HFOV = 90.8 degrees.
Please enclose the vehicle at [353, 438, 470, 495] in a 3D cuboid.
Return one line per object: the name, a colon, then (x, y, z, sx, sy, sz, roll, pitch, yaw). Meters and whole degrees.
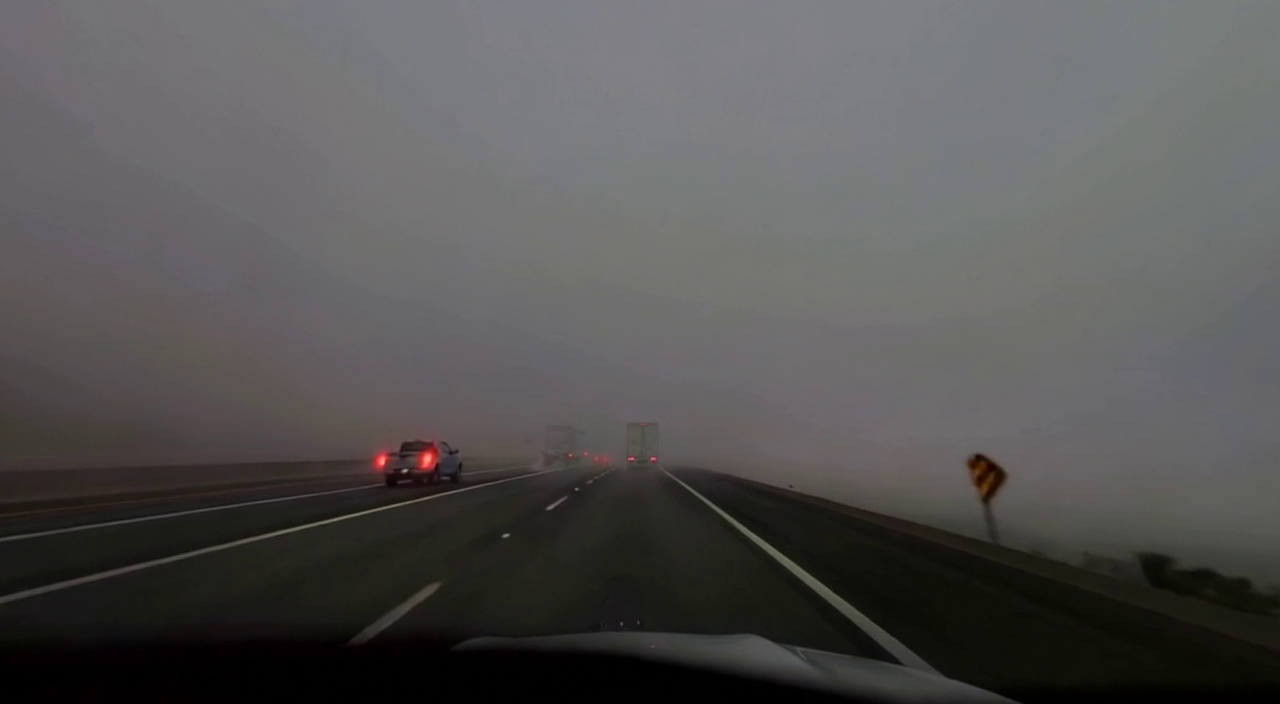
vehicle: (-7.420, 3.770, 21.124, 2.067, 1.676, 4.789, 0, -9, 1)
